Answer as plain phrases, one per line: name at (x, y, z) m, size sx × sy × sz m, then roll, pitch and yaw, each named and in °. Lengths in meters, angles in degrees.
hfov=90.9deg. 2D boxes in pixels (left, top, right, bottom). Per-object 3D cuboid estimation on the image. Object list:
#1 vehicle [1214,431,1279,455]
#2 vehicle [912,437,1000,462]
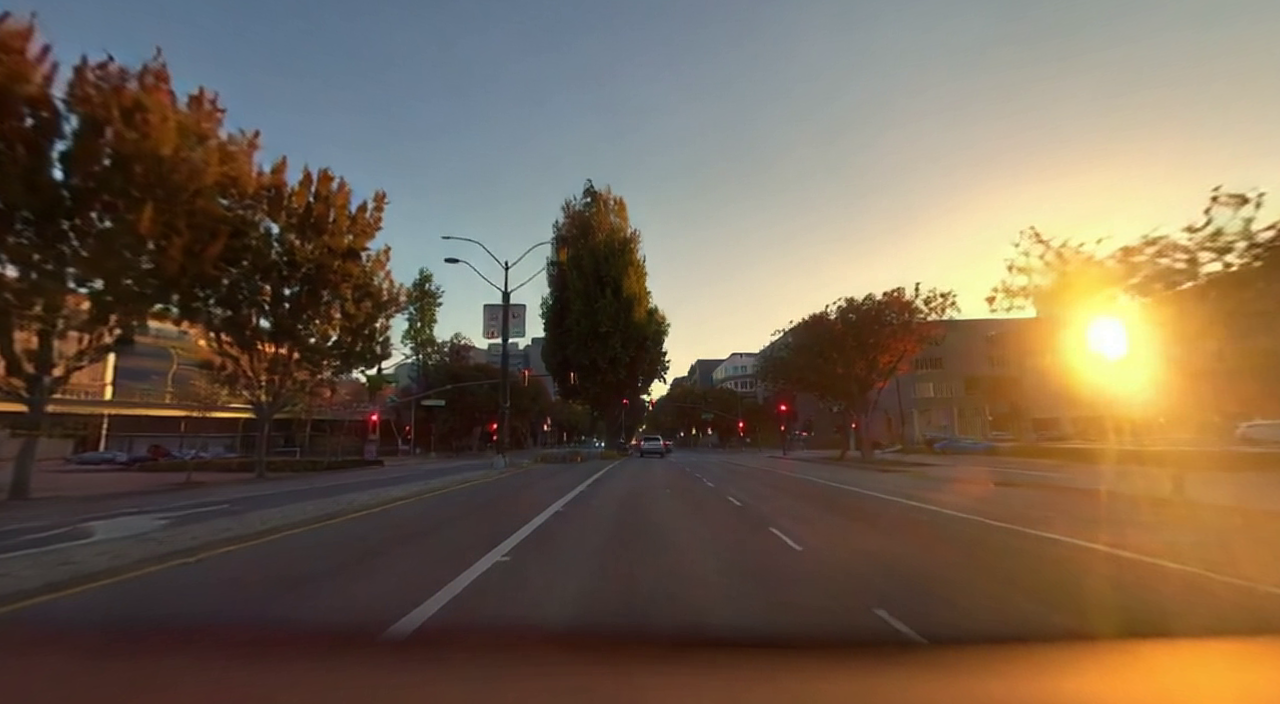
vehicle at (39.960, 5.842, 40.352) m, size 1.770 × 1.442 × 4.897 m, roll 0°, pitch -8°, yaw 0°
vehicle at (19.928, 6.168, 39.868) m, size 4.479 × 1.488 × 2.038 m, roll 0°, pitch -8°, yaw -1°
